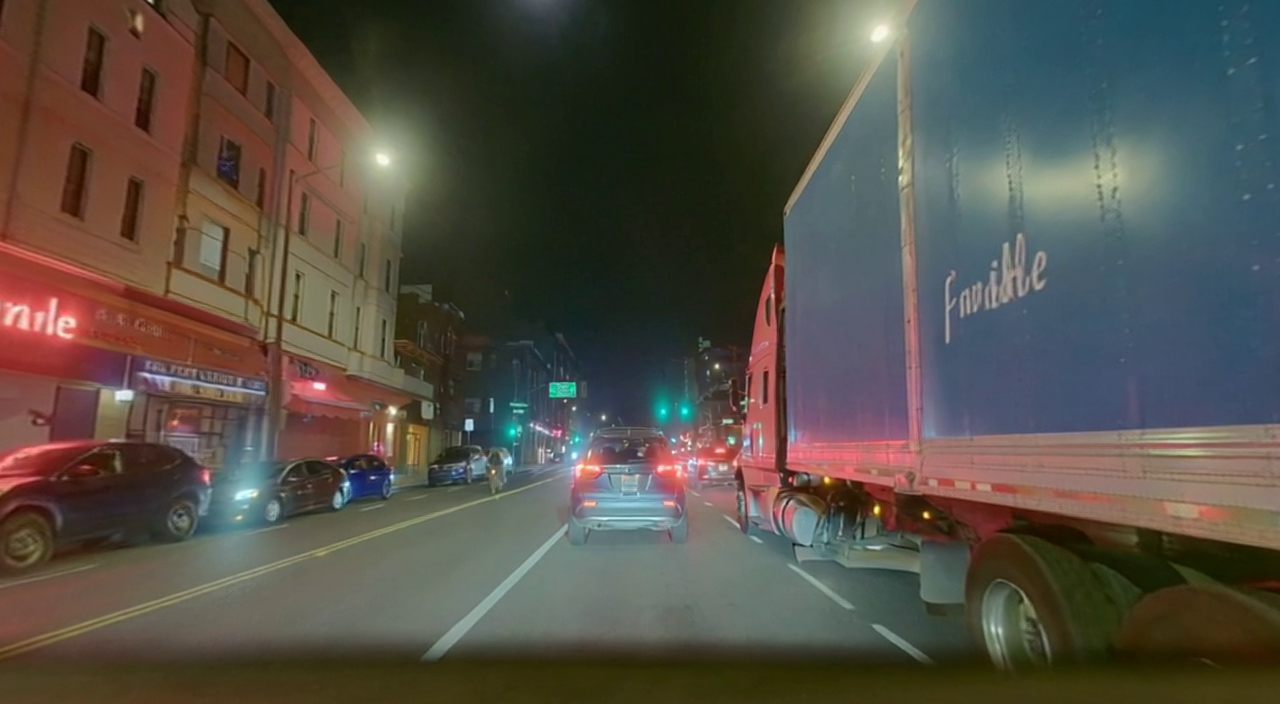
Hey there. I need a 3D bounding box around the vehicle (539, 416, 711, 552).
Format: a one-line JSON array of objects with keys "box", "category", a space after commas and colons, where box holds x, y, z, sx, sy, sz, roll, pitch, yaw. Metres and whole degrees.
[{"box": [-0.214, 2.091, 10.740, 2.283, 1.783, 4.548, 0, -8, 0], "category": "vehicle"}]

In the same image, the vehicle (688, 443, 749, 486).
[{"box": [3.288, 4.795, 27.328, 2.159, 1.696, 4.316, 0, -8, 2], "category": "vehicle"}]

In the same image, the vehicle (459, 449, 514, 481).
[{"box": [-8.702, 6.423, 36.233, 2.084, 1.686, 4.422, 0, -8, -1], "category": "vehicle"}]

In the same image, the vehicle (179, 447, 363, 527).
[{"box": [-8.844, 3.214, 15.682, 1.896, 1.652, 4.269, 0, -8, 1], "category": "vehicle"}]

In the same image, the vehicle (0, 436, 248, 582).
[{"box": [-8.806, 2.224, 9.764, 2.065, 1.758, 5.144, 0, -8, 2], "category": "vehicle"}]

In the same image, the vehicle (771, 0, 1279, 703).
[{"box": [2.929, -0.026, 2.112, 2.913, 3.771, 9.716, 0, -8, 0], "category": "vehicle"}]

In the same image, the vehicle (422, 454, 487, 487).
[{"box": [-8.707, 5.574, 30.039, 1.805, 1.379, 4.359, 0, -8, -1], "category": "vehicle"}]
